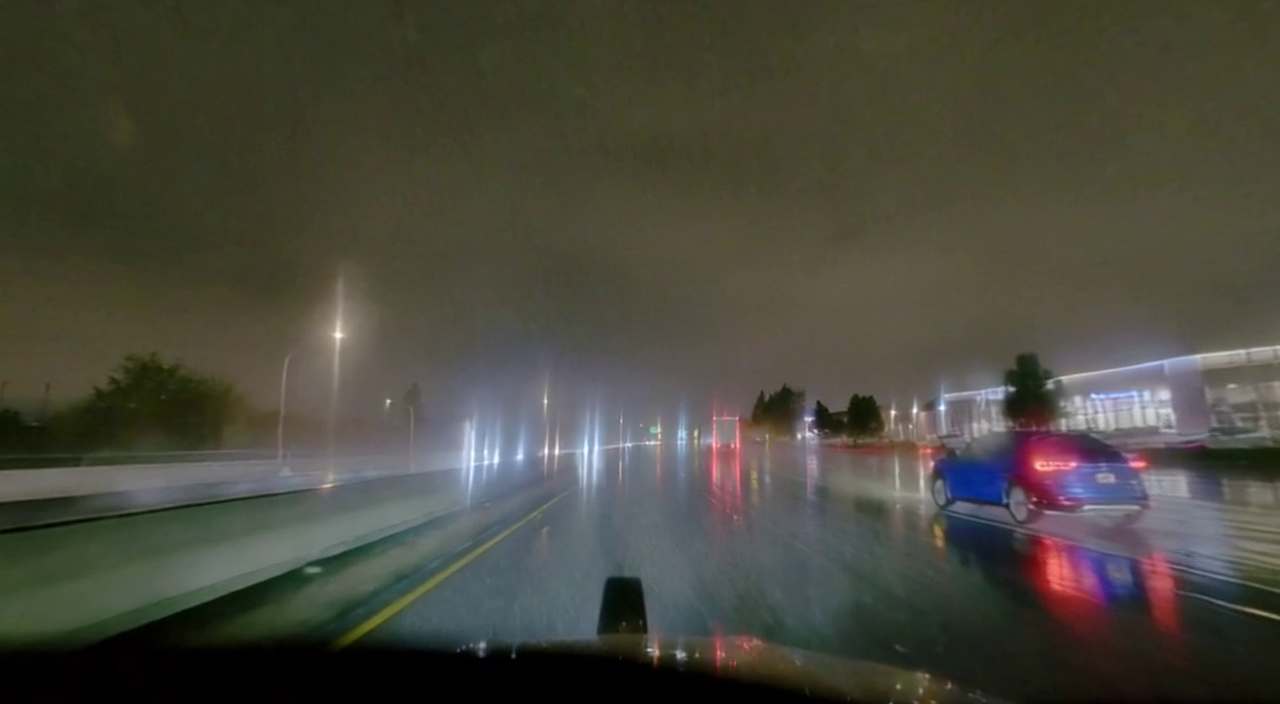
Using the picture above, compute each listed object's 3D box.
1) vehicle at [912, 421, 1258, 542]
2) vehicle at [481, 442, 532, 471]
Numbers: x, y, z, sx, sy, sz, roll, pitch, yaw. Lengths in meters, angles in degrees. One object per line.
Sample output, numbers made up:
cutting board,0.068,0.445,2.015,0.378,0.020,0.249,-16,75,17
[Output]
vehicle,6.766,2.019,10.543,2.079,1.518,5.032,0,-8,-1
vehicle,-7.361,5.771,35.040,1.831,1.486,4.449,0,-8,1
